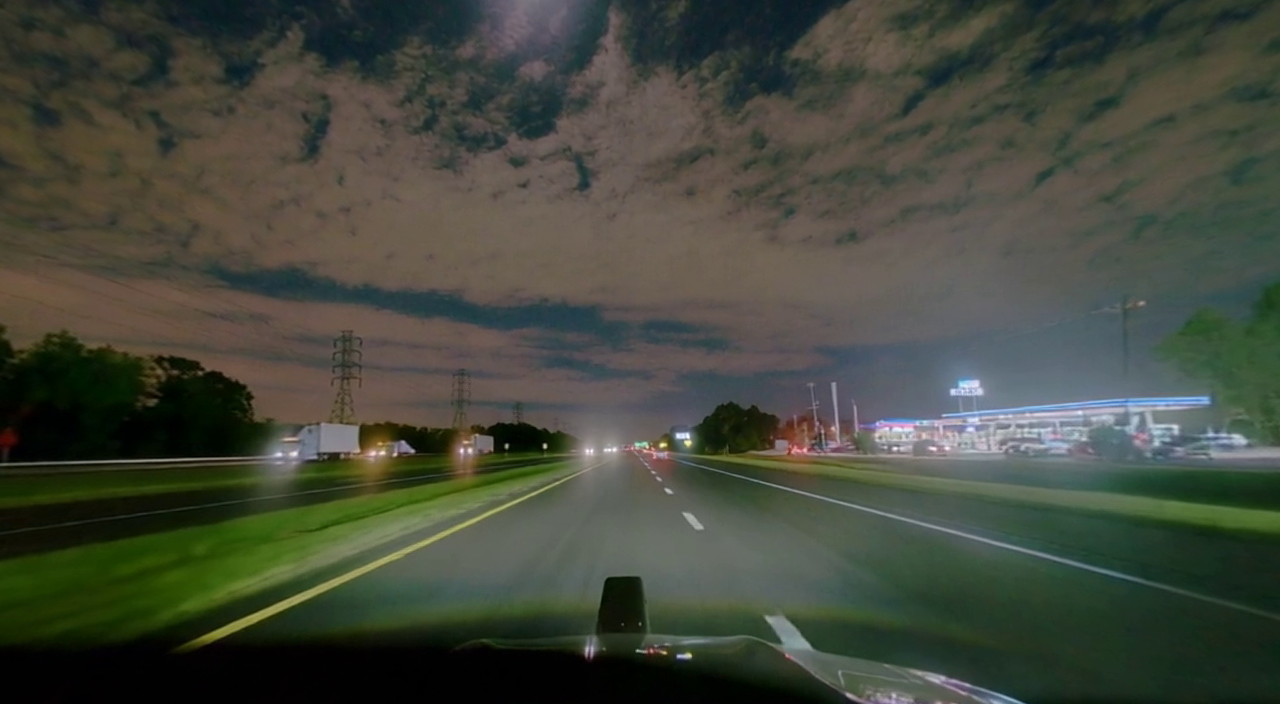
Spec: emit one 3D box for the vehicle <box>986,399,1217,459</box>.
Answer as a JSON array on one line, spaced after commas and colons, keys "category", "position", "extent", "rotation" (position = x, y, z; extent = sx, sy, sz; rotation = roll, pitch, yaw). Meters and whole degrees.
[{"category": "vehicle", "position": [35.802, 6.266, 49.843], "extent": [3.224, 4.043, 14.034], "rotation": [6, -11, -45]}]
